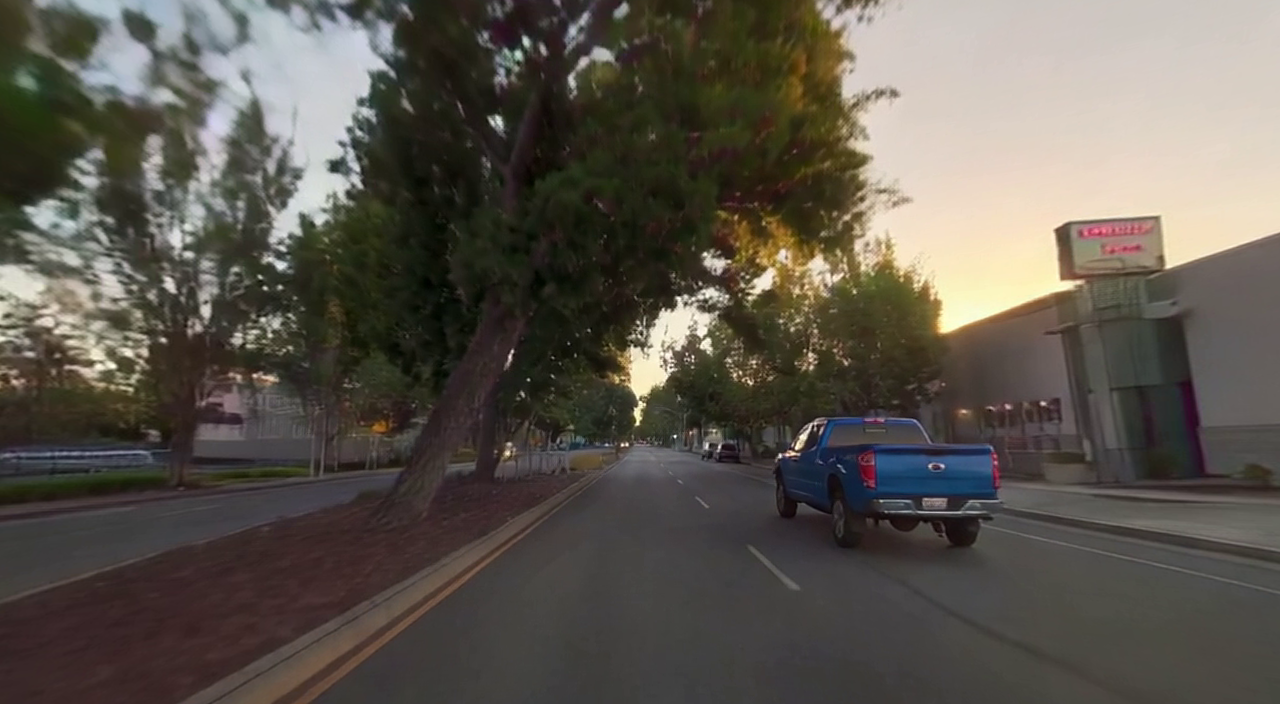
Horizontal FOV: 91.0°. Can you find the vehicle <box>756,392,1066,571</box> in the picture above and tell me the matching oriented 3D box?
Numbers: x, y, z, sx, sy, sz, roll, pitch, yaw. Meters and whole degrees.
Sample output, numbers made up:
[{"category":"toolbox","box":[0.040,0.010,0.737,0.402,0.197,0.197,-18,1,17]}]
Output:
[{"category":"vehicle","box":[3.300,1.732,9.239,2.085,1.828,5.383,0,-8,-1]}]

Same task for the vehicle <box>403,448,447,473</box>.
[{"category":"vehicle","box":[-16.115,8.110,47.385,1.913,1.734,4.357,0,-8,-2]}]
